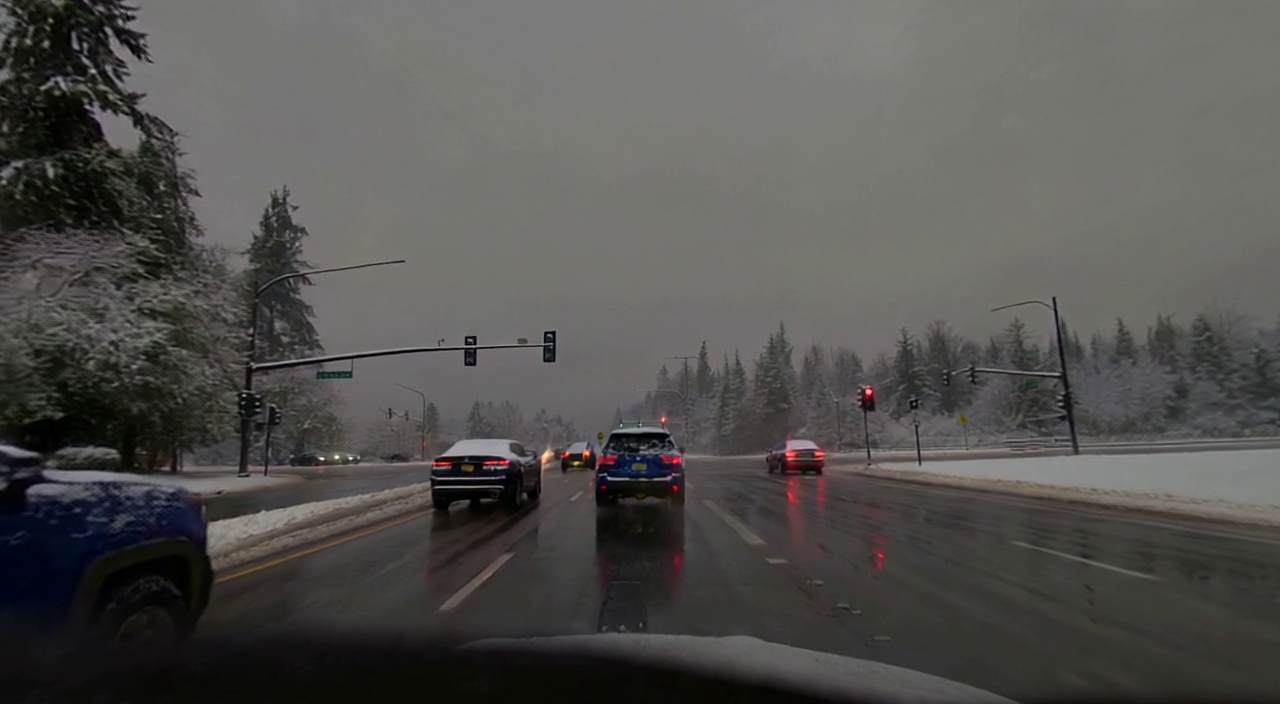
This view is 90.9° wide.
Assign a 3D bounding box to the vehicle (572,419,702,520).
[{"bbox_3d":[-0.039,2.389,13.319,2.298,1.770,4.138,0,-8,0],"label":"vehicle"}]

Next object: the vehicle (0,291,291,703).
[{"bbox_3d":[-3.557,0.610,1.642,2.320,1.863,5.148,0,-8,0],"label":"vehicle"}]

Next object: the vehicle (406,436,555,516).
[{"bbox_3d":[-3.387,2.739,14.619,2.061,1.504,5.142,0,-8,0],"label":"vehicle"}]

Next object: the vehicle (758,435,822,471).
[{"bbox_3d":[7.992,5.406,34.010,2.166,1.761,4.692,0,-8,-2],"label":"vehicle"}]
